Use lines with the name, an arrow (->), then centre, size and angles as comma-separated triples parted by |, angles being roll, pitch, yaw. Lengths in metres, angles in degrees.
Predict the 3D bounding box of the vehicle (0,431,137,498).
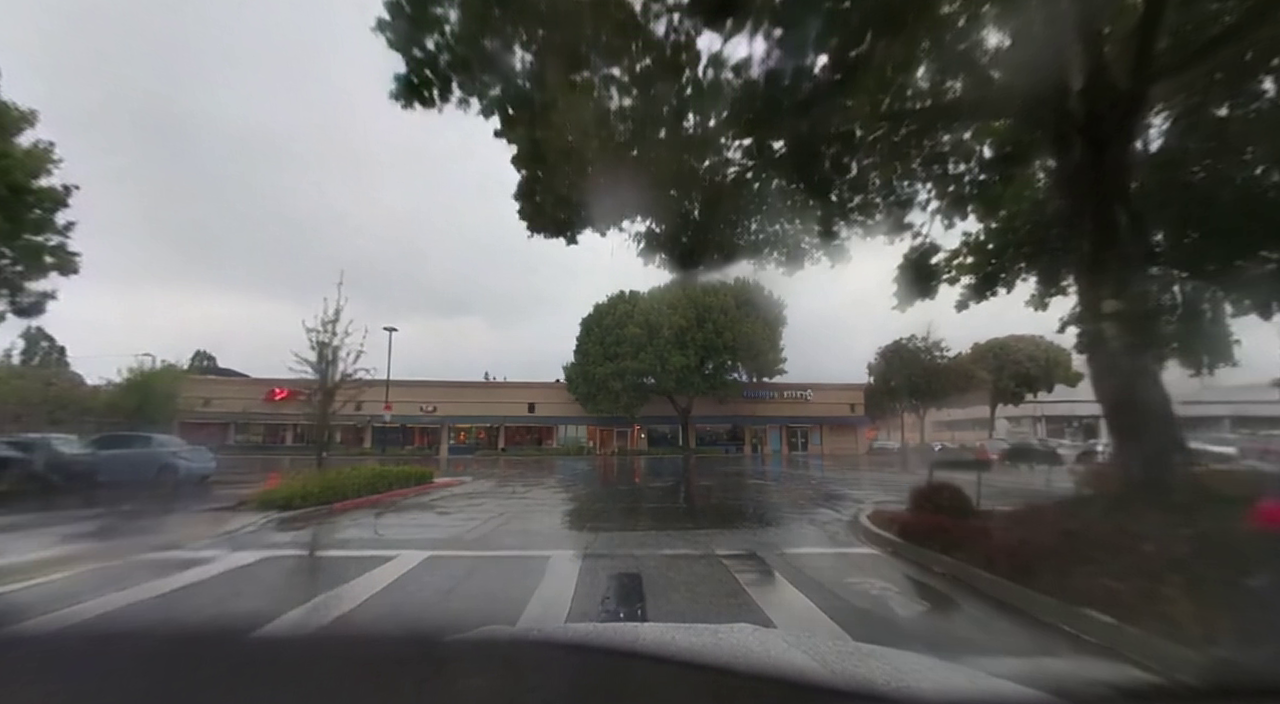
vehicle -> -15.548, 2.844, 16.202 | 3.775, 1.588, 2.000 | 4, -9, -30

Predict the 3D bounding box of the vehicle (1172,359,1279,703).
vehicle -> 5.861, 0.791, 2.326 | 5.671, 1.718, 2.227 | 0, -8, 1

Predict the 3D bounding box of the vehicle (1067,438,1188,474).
vehicle -> 21.524, 4.602, 28.155 | 1.861, 1.460, 4.329 | 0, -8, -1

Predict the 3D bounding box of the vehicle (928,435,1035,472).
vehicle -> 15.256, 4.570, 28.603 | 2.140, 1.507, 4.856 | 0, -8, 0

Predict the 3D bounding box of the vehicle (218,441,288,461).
vehicle -> -29.912, 7.637, 48.862 | 4.431, 1.449, 1.808 | 5, -10, -32

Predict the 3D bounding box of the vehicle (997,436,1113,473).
vehicle -> 18.543, 4.589, 28.542 | 1.804, 1.502, 4.815 | 0, -8, -2
